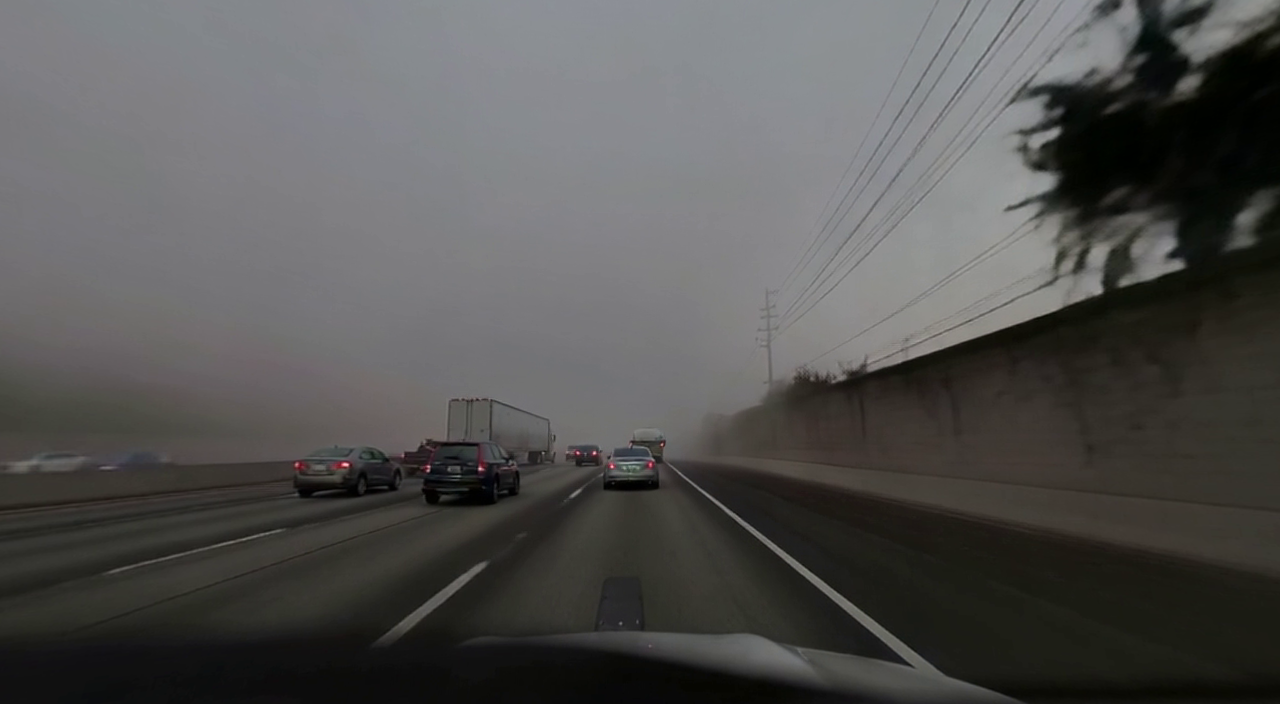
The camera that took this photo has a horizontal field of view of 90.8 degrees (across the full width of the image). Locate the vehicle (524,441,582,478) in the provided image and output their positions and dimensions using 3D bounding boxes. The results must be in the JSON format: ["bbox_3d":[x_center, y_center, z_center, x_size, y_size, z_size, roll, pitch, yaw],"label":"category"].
[{"bbox_3d":[-3.744,4.692,27.778,1.870,1.485,4.304,0,-9,1],"label":"vehicle"}]

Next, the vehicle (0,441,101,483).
[{"bbox_3d":[-27.087,4.838,28.093,2.017,1.724,4.861,0,-9,-1],"label":"vehicle"}]

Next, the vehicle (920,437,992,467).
[{"bbox_3d":[17.940,5.721,36.167,1.936,1.591,4.362,0,-9,1],"label":"vehicle"}]

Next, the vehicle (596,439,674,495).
[{"bbox_3d":[-0.160,3.368,18.812,2.089,1.477,3.818,0,-9,-1],"label":"vehicle"}]

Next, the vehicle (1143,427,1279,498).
[{"bbox_3d":[14.314,2.455,14.214,1.949,1.472,4.795,0,-9,-1],"label":"vehicle"}]

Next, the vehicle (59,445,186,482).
[{"bbox_3d":[-23.623,5.076,29.118,1.910,1.556,4.668,0,-9,-1],"label":"vehicle"}]

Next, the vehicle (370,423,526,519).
[{"bbox_3d":[-3.848,2.467,13.561,1.923,1.716,4.289,0,-9,1],"label":"vehicle"}]

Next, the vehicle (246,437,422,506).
[{"bbox_3d":[-7.663,3.021,16.521,2.165,1.511,4.810,0,-9,0],"label":"vehicle"}]
